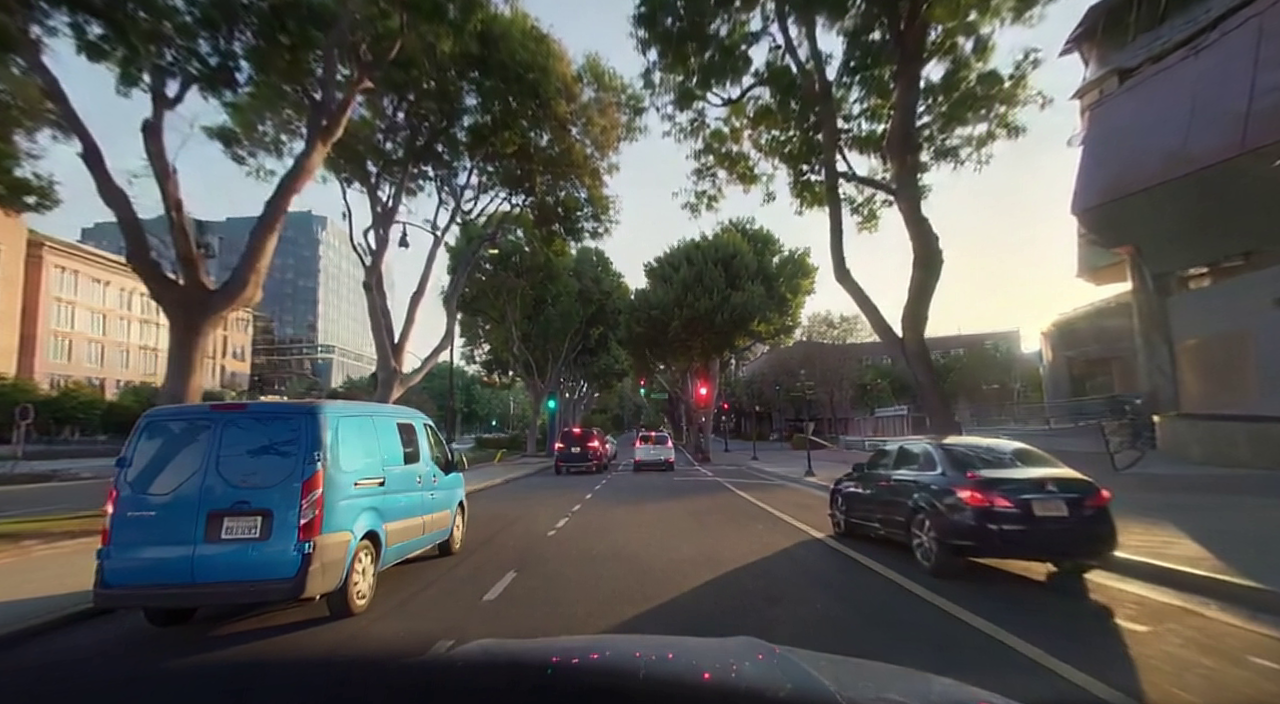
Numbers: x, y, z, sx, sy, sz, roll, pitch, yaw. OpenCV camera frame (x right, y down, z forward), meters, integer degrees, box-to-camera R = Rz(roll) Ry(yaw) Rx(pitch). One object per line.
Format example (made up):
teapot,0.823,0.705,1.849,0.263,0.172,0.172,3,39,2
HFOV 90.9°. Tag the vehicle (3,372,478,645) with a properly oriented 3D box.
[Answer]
vehicle,-3.046,1.259,5.992,1.940,1.722,3.823,-1,-8,1

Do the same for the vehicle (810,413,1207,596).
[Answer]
vehicle,3.611,1.558,7.419,2.067,1.479,4.409,-1,-8,1

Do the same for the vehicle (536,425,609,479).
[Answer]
vehicle,-2.386,3.712,23.661,2.124,1.799,4.587,-1,-8,2

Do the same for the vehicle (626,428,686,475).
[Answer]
vehicle,0.646,3.995,25.502,2.205,1.727,3.917,-1,-8,2
